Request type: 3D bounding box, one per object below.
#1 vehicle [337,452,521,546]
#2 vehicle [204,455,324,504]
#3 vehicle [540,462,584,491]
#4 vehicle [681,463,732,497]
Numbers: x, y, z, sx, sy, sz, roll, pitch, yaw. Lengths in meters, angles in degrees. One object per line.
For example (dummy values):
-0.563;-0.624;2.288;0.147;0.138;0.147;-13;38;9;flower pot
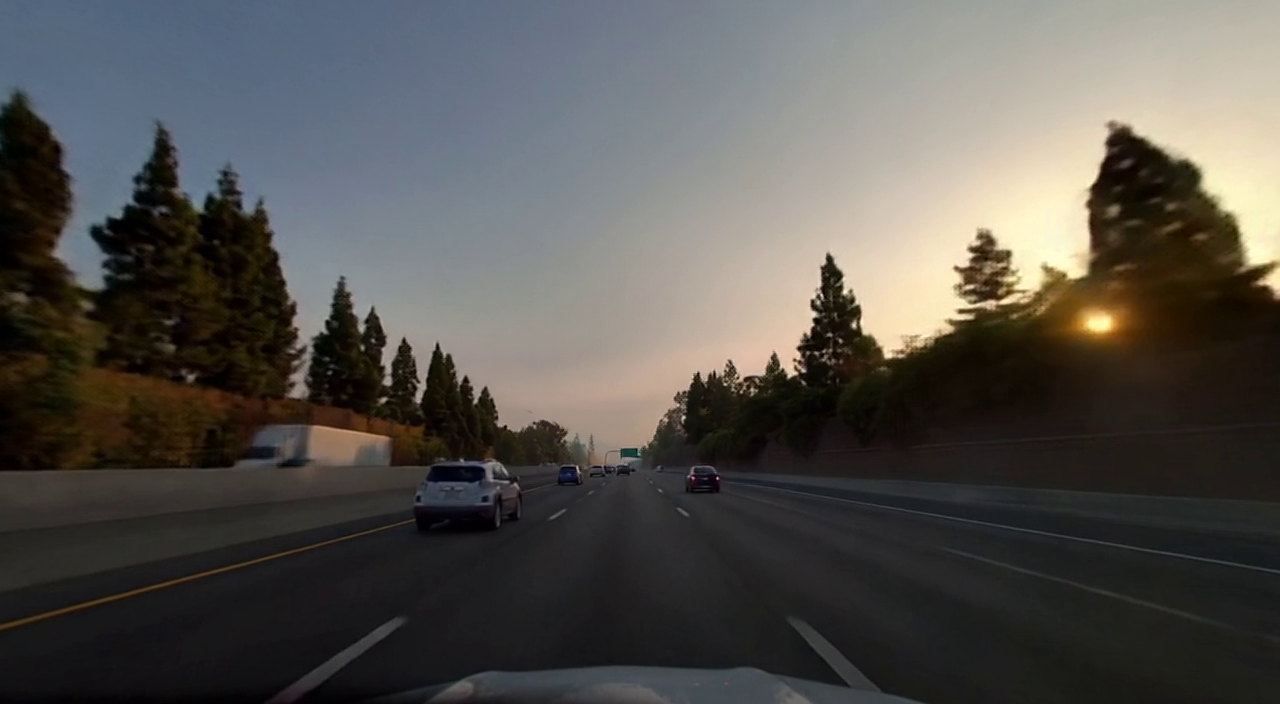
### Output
-3.826;2.804;12.527;2.004;1.468;4.812;1;-11;0;vehicle
-16.119;5.502;27.406;2.185;1.883;4.837;1;-11;0;vehicle
-4.259;6.912;35.039;2.000;1.484;3.995;1;-11;-1;vehicle
3.193;6.292;31.100;1.981;1.516;4.109;1;-11;-2;vehicle
